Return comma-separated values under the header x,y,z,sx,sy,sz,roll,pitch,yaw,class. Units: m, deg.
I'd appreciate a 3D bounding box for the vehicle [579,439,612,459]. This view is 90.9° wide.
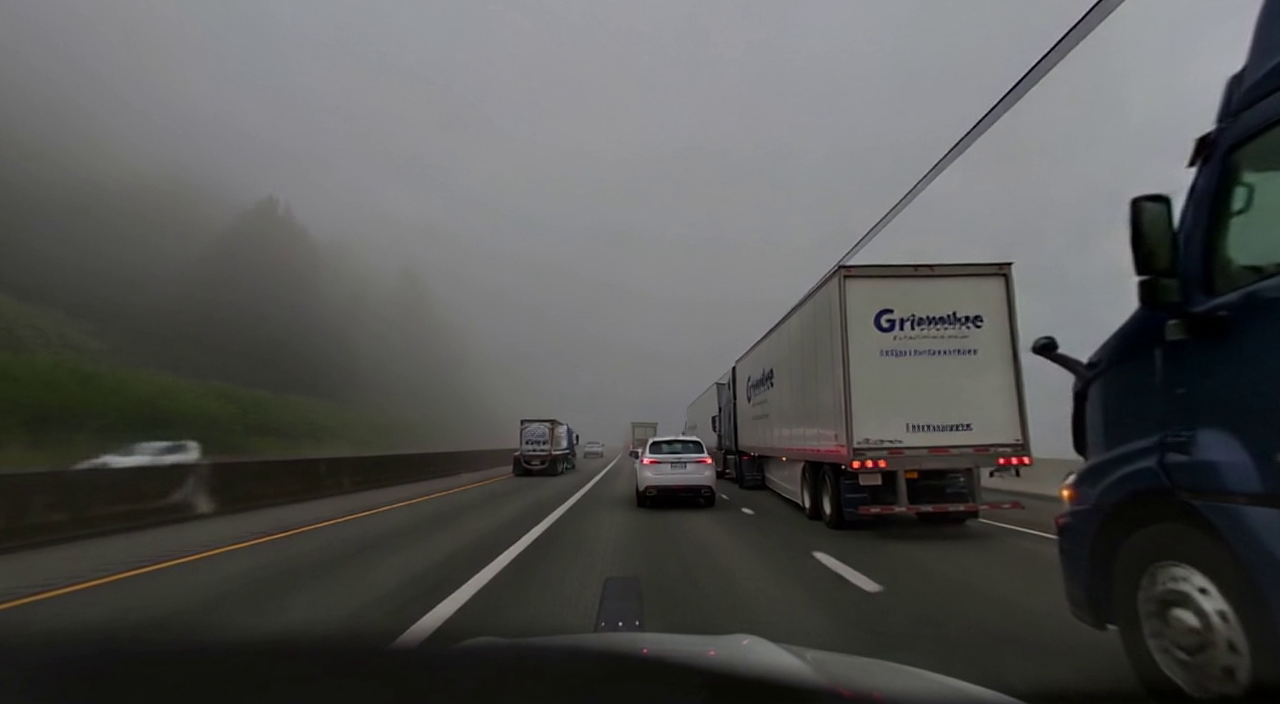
x,y,z,sx,sy,sz,roll,pitch,yaw,class
-3.452,7.650,49.856,2.181,1.538,4.169,0,-8,1,vehicle

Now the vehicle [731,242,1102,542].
x,y,z,sx,sy,sz,roll,pitch,yaw,class
4.711,1.453,15.712,2.883,4.070,14.423,0,-8,1,vehicle

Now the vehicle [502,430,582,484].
x,y,z,sx,sy,sz,roll,pitch,yaw,class
-3.334,3.659,22.382,2.006,1.729,4.447,0,-8,1,vehicle

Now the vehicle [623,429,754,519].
x,y,z,sx,sy,sz,roll,pitch,yaw,class
0.813,2.359,12.832,2.200,1.495,4.282,0,-8,0,vehicle

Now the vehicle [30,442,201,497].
x,y,z,sx,sy,sz,roll,pitch,yaw,class
-15.222,3.378,18.592,1.836,1.429,3.652,0,-8,1,vehicle
